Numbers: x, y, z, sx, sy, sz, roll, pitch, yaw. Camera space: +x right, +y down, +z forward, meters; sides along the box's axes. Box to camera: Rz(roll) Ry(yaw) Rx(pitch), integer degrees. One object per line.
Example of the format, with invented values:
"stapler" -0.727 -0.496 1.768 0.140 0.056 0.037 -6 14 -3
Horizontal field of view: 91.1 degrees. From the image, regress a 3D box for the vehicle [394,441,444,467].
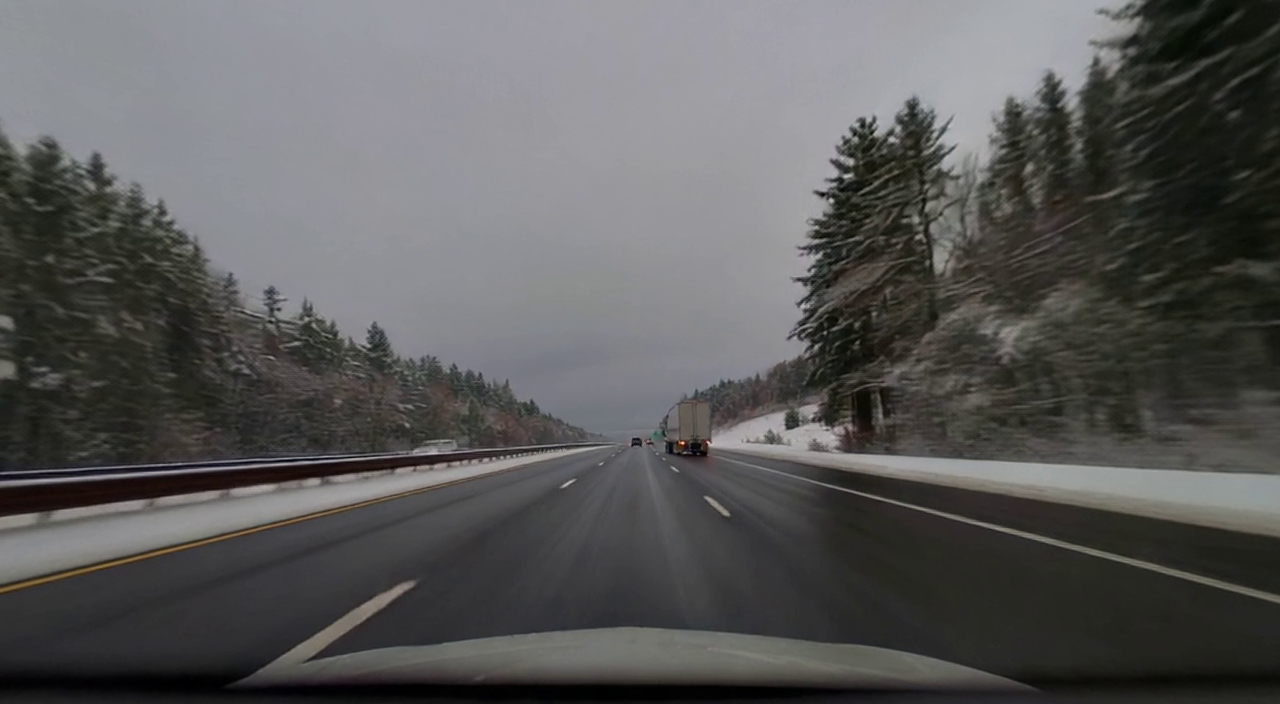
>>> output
"vehicle" -13.916 6.413 39.718 1.806 1.491 3.826 0 -8 -1
